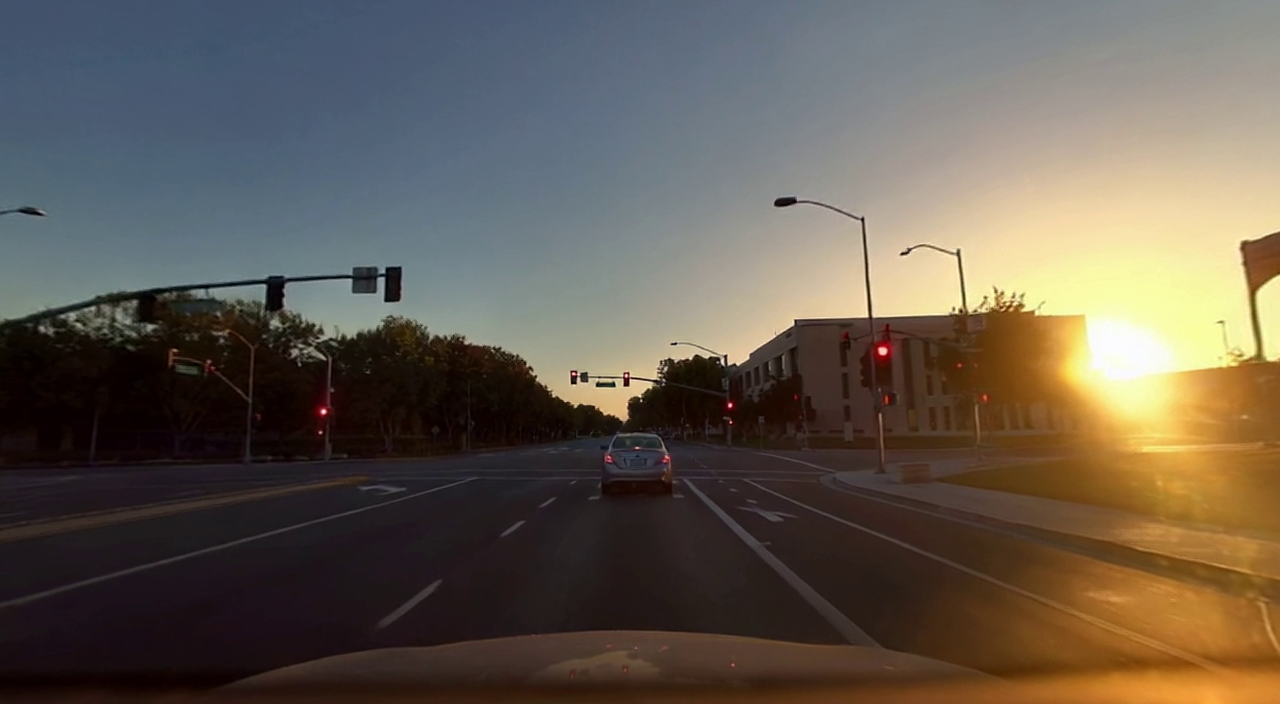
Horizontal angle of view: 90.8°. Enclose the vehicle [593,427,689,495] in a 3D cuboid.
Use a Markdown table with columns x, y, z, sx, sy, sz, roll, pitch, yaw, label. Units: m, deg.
| x | y | z | sx | sy | sz | roll | pitch | yaw | label |
| --- | --- | --- | --- | --- | --- | --- | --- | --- | --- |
| -0.017 | 2.688 | 15.903 | 2.107 | 1.470 | 3.974 | 0 | -8 | -1 | vehicle |
